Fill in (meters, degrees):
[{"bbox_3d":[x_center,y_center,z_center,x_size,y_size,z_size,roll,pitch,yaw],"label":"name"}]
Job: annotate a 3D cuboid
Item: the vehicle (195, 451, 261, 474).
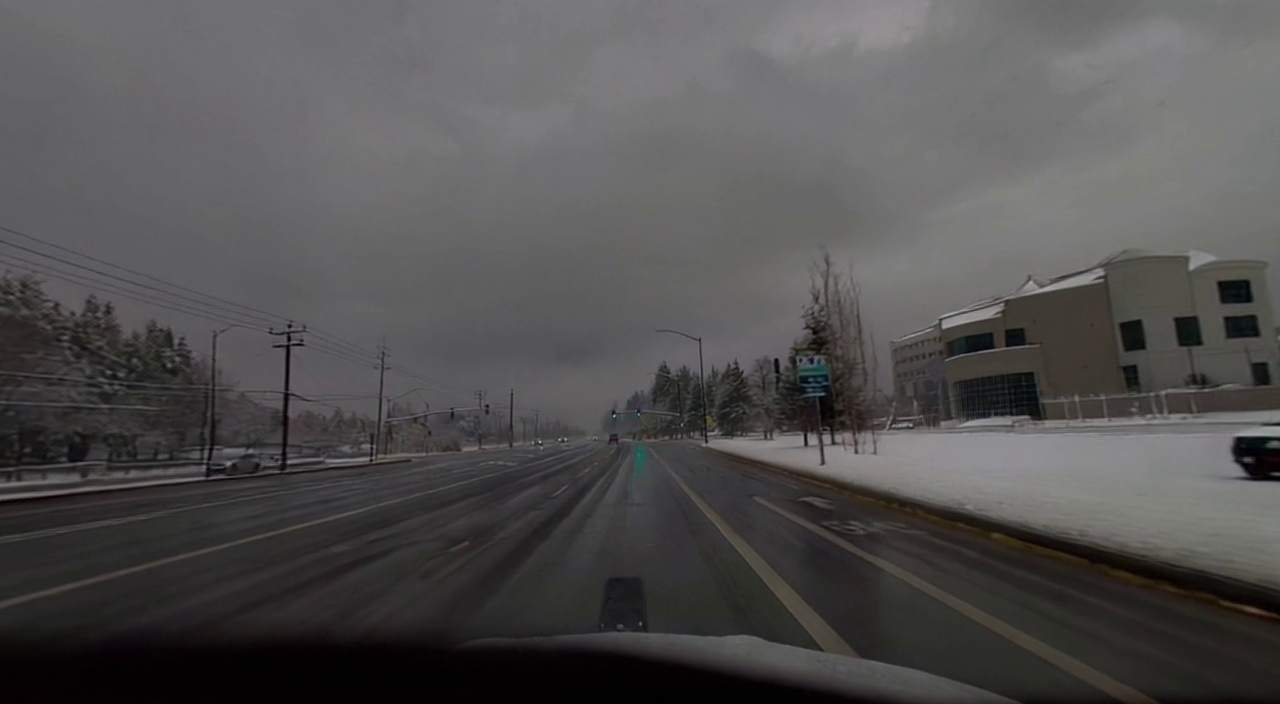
[{"bbox_3d":[-32.328,8.655,49.628,2.013,1.496,4.799,0,-8,0],"label":"vehicle"}]
